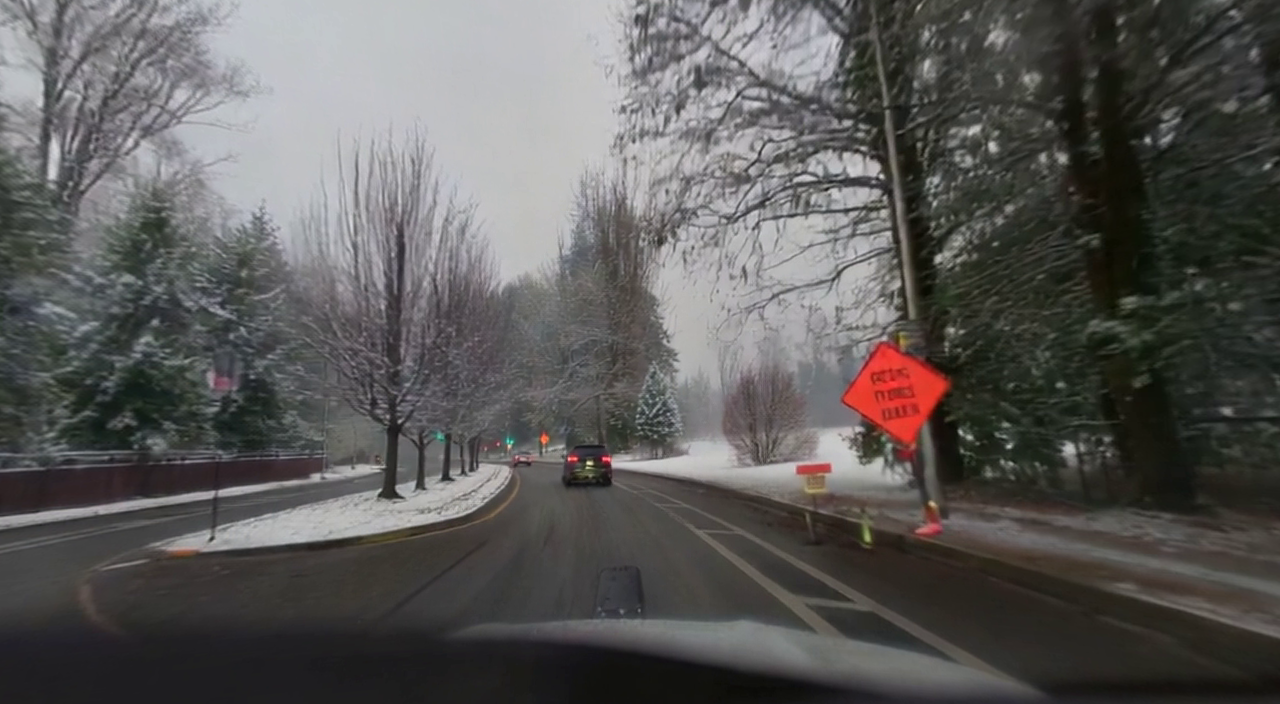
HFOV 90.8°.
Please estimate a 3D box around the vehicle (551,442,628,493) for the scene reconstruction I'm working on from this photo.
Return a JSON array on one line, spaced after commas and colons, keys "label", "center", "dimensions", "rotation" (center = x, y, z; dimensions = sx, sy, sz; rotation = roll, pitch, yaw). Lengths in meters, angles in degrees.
[{"label": "vehicle", "center": [-1.837, 3.882, 21.655], "dimensions": [2.266, 1.508, 4.430], "rotation": [1, -9, -9]}]
